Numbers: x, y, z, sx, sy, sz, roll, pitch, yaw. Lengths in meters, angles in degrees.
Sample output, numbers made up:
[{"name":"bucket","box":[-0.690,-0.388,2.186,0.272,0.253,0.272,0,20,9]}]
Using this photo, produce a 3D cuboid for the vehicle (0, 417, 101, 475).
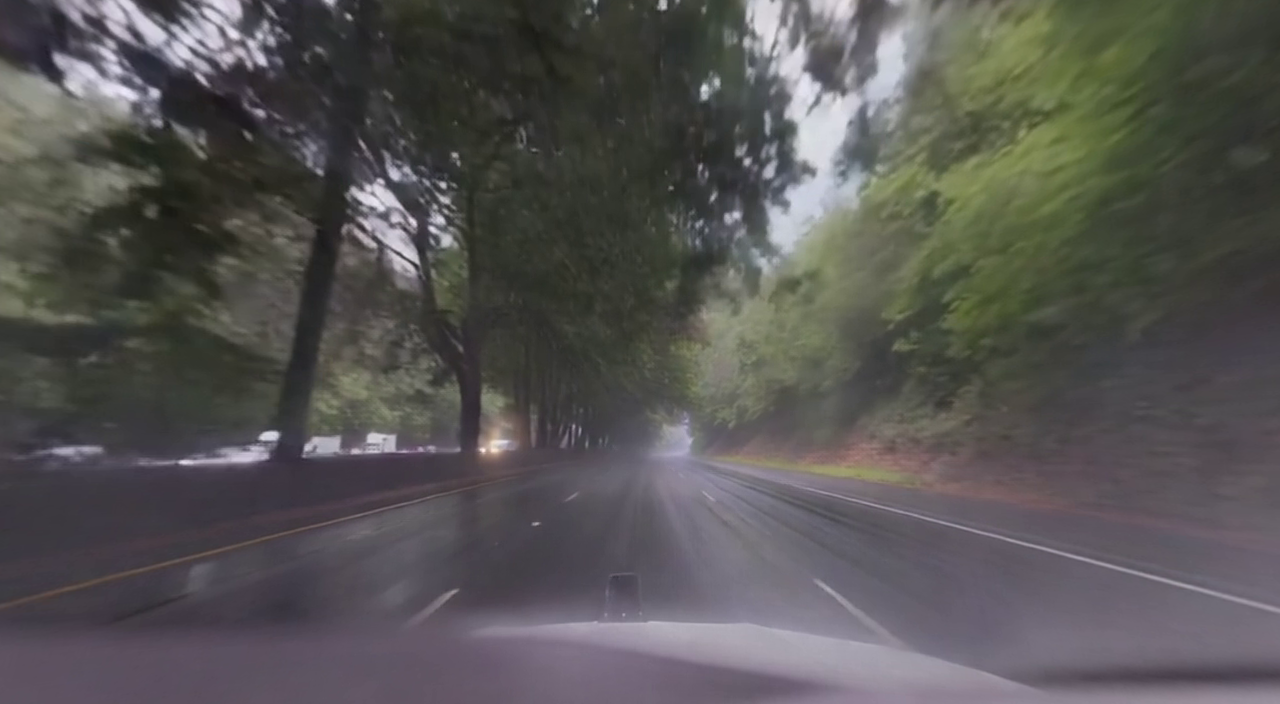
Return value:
[{"name":"vehicle","box":[-44.558,6.905,45.586,2.822,3.748,12.930,2,-9,-14]}]
